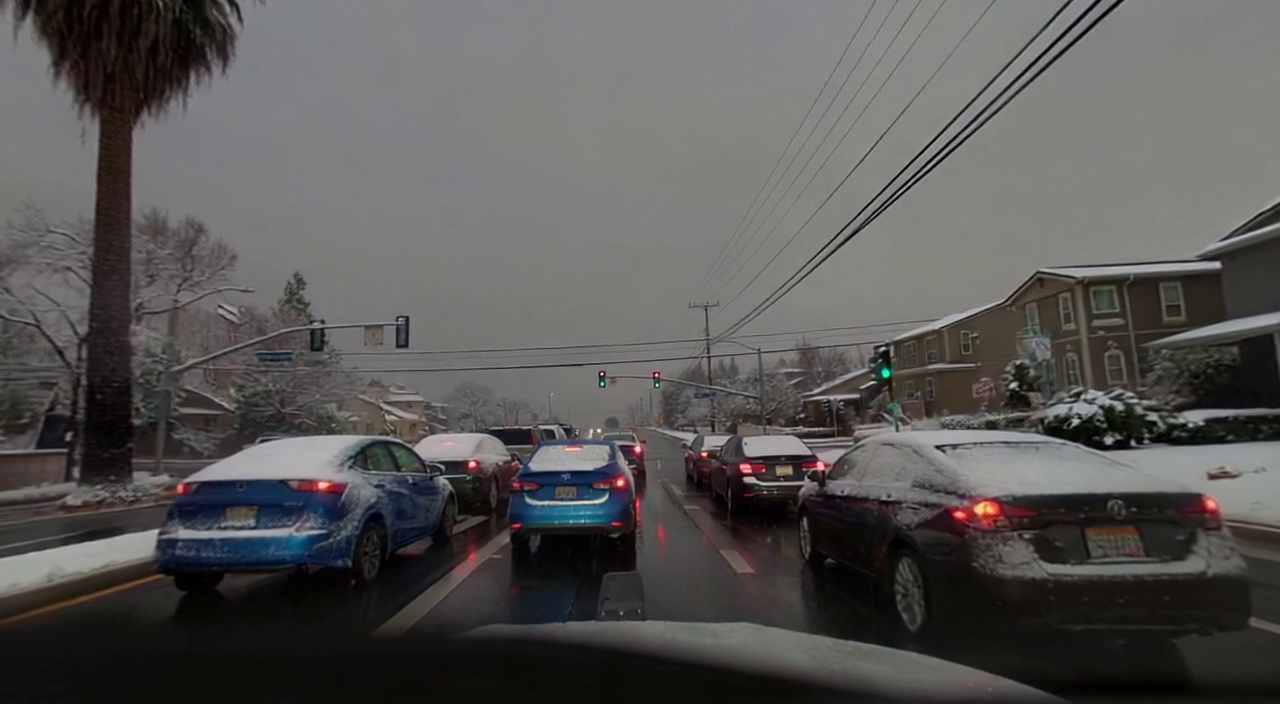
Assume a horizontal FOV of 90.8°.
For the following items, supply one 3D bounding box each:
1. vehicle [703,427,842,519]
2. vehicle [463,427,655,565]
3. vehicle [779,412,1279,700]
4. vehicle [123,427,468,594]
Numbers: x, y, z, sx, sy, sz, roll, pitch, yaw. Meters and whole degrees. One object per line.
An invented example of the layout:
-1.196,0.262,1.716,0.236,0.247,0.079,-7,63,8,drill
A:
2.568,2.468,13.405,1.956,1.615,4.205,0,-9,-1,vehicle
-0.963,1.872,8.941,2.104,1.500,3.815,0,-9,-2,vehicle
2.756,1.373,5.489,2.014,1.464,4.312,0,-8,-1,vehicle
-3.713,1.763,8.005,2.058,1.474,4.473,0,-9,-3,vehicle
